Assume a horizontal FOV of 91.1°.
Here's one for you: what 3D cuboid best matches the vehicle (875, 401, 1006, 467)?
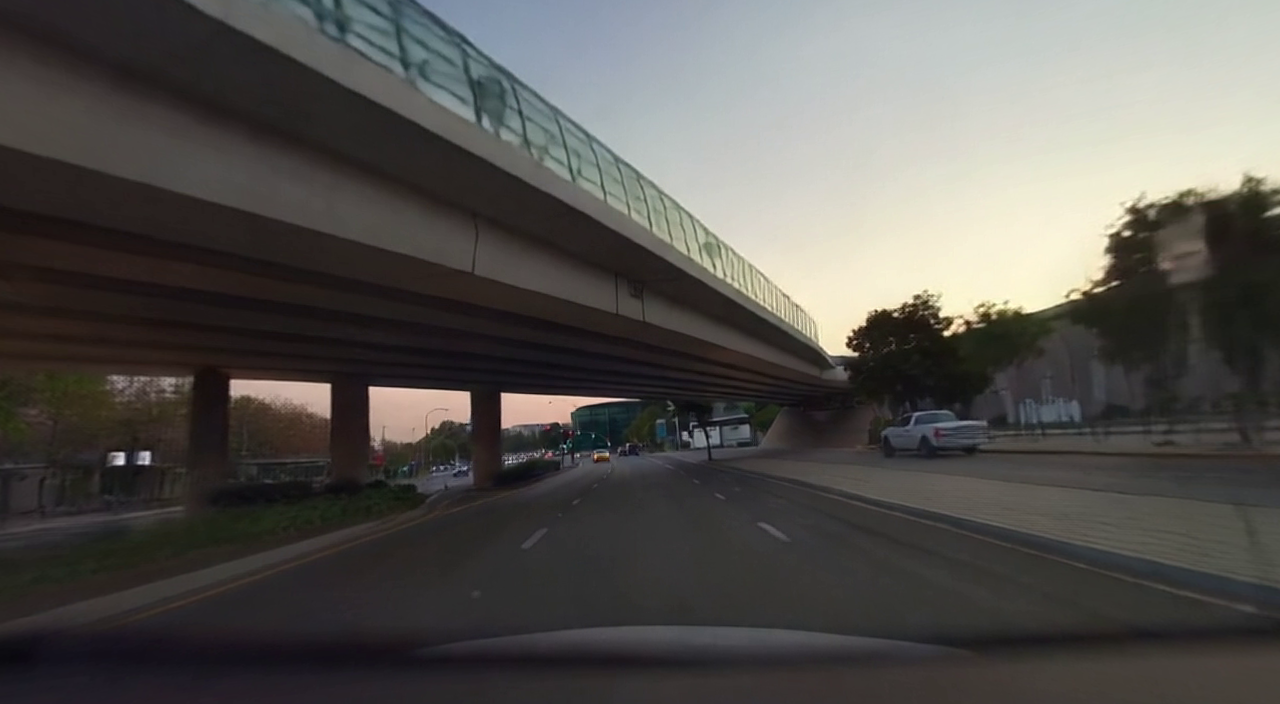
[{"bbox_3d":[10.576,2.986,22.596,2.244,1.866,4.603,-7,-9,0],"label":"vehicle"}]
